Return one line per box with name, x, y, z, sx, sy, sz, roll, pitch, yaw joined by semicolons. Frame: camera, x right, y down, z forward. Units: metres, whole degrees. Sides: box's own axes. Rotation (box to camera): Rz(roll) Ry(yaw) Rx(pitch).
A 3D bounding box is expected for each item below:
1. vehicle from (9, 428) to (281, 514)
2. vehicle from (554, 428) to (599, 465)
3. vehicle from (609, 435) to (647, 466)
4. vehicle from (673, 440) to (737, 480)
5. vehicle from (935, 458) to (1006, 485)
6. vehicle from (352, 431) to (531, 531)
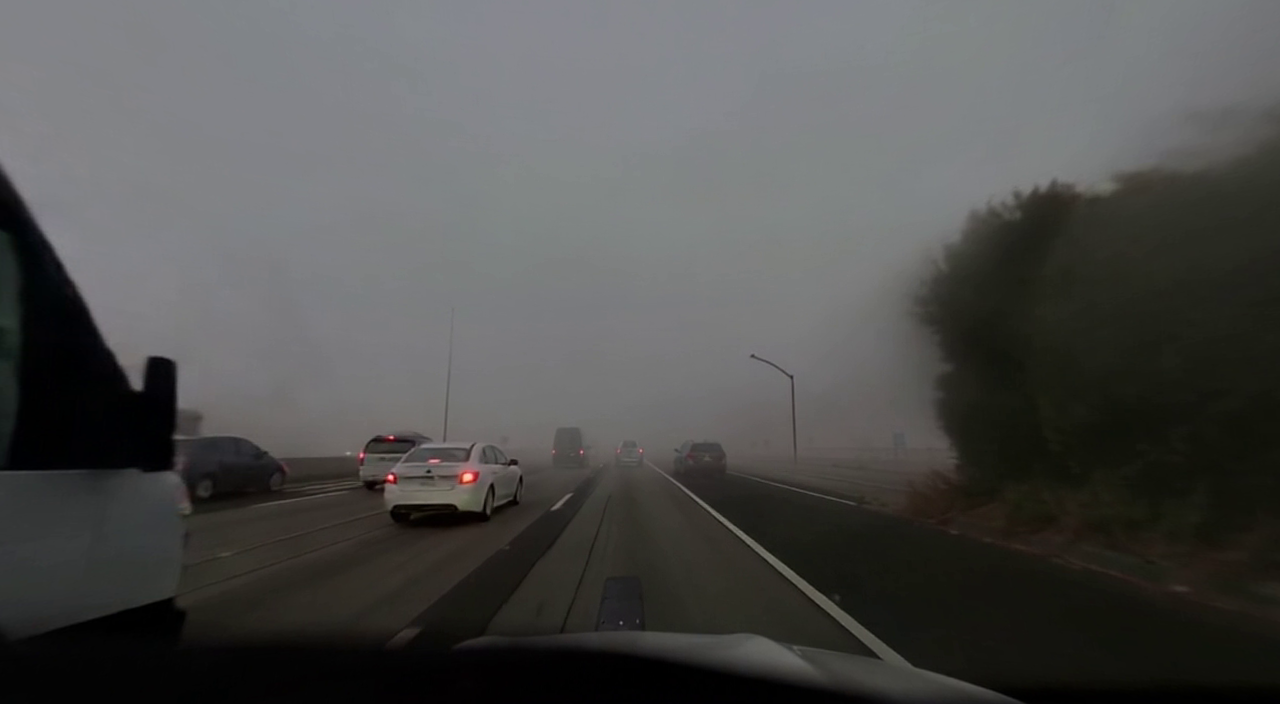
vehicle;-10.484;2.552;14.038;2.014;1.549;4.957;0;-9;0
vehicle;-4.166;6.328;42.142;2.504;2.276;5.933;0;-9;-1
vehicle;-0.752;6.188;39.485;2.207;1.807;4.199;0;-9;-1
vehicle;2.641;4.526;26.666;2.127;1.513;4.501;0;-9;-2
vehicle;20.520;7.412;39.359;1.896;1.474;4.502;0;-9;-2
vehicle;-3.411;2.292;11.777;1.963;1.507;4.172;0;-9;0
